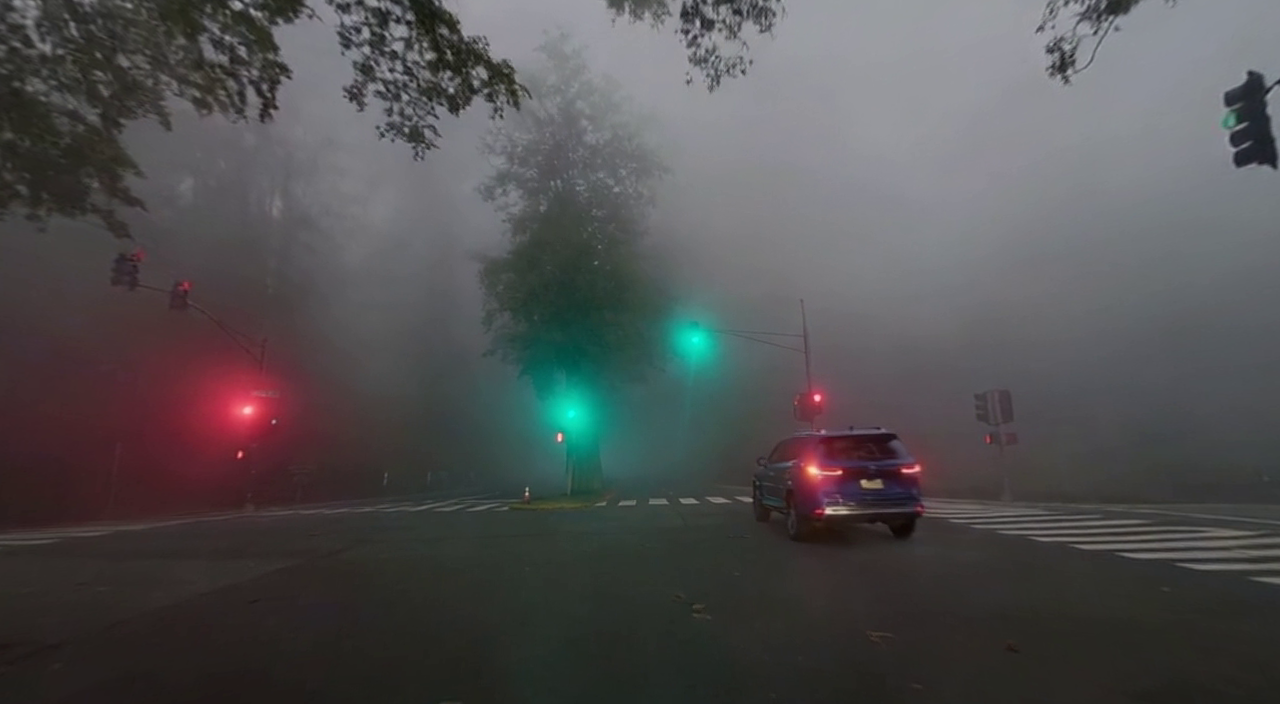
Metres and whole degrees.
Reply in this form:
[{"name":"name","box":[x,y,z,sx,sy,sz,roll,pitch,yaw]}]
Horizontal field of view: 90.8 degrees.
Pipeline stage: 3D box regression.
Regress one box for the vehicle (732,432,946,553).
[{"name":"vehicle","box":[3.109,2.301,11.194,2.140,1.655,4.786,0,-8,-1]}]
